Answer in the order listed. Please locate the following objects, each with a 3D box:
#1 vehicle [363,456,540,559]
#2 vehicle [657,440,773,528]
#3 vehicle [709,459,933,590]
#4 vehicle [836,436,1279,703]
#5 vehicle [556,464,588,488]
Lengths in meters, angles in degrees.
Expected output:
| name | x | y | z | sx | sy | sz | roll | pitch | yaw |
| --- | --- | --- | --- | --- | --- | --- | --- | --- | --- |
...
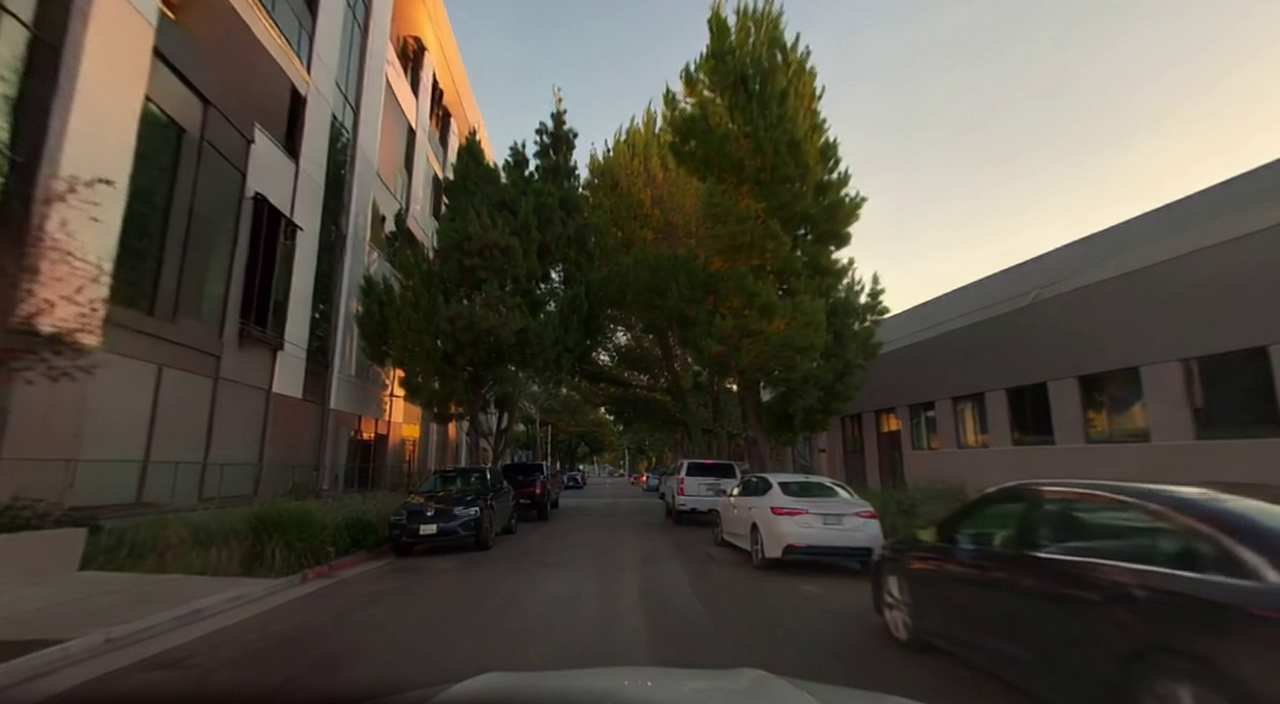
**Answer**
| name | x | y | z | sx | sy | sz | roll | pitch | yaw |
| --- | --- | --- | --- | --- | --- | --- | --- | --- | --- |
| vehicle | -3.123 | 2.700 | 11.523 | 2.018 | 1.461 | 4.413 | 1 | -11 | -2 |
| vehicle | 1.813 | 3.490 | 16.987 | 2.242 | 1.972 | 4.898 | 2 | -11 | -3 |
| vehicle | 2.384 | 2.451 | 9.694 | 1.815 | 1.479 | 4.498 | 2 | -11 | -4 |
| vehicle | 2.856 | 1.356 | 3.707 | 1.889 | 1.482 | 4.118 | 2 | -11 | -3 |
| vehicle | -4.525 | 8.298 | 42.270 | 2.002 | 1.460 | 4.201 | 2 | -11 | -5 |
